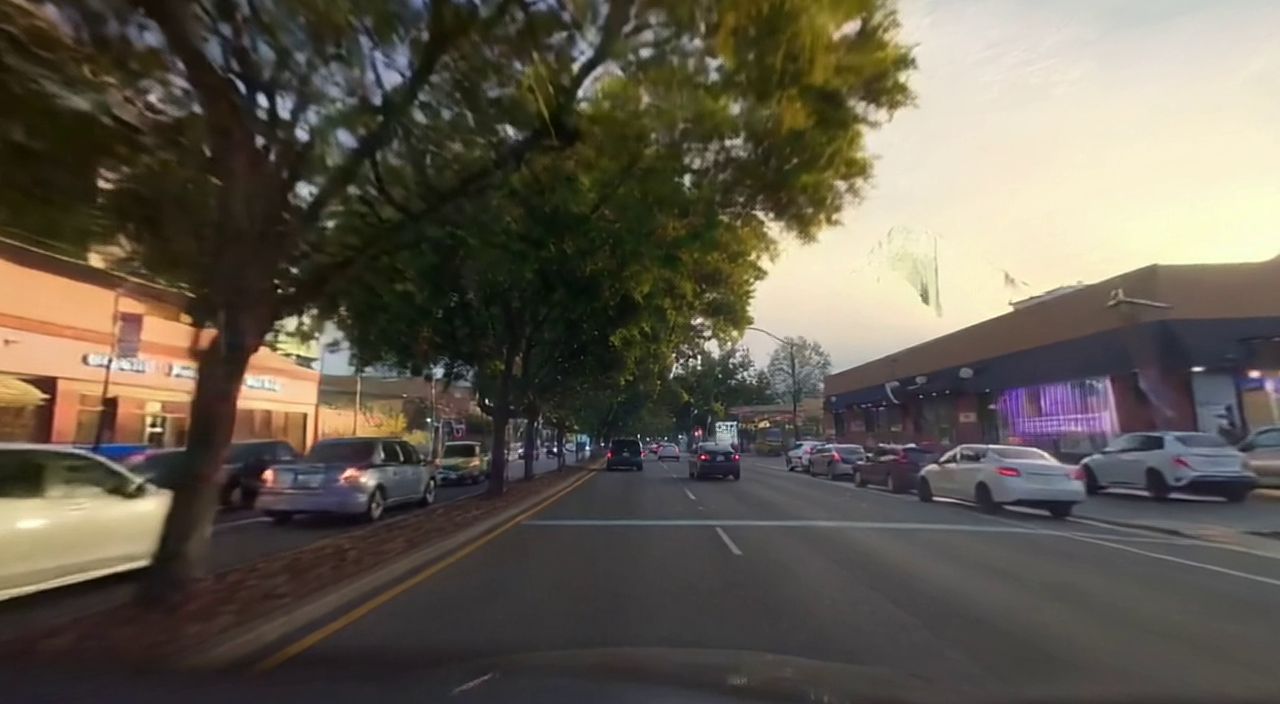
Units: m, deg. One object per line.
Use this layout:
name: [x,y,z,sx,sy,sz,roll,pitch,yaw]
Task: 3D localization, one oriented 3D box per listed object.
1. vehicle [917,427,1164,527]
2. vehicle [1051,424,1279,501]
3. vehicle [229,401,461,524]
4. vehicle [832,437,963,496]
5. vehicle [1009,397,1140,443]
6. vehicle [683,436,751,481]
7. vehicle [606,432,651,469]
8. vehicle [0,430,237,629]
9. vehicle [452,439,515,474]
vehicle: [7.508,2.349,12.539,1.914,1.587,4.548,0,-8,0]
vehicle: [12.332,2.540,15.040,2.058,1.493,4.612,-2,-8,3]
vehicle: [-5.547,2.124,12.869,2.240,1.945,5.114,-1,-7,0]
vehicle: [7.326,3.269,18.547,1.831,1.475,4.924,-1,-8,1]
vehicle: [15.819,2.588,23.292,1.793,1.505,4.557,-1,-8,4]
vehicle: [2.761,3.923,23.503,2.046,1.540,3.883,0,-8,0]
vehicle: [-0.545,5.322,34.104,2.301,1.837,4.411,0,-8,1]
vehicle: [-5.713,1.374,5.087,1.835,1.476,4.533,1,-8,1]
vehicle: [-8.336,5.588,33.981,2.097,1.707,4.506,0,-8,1]
